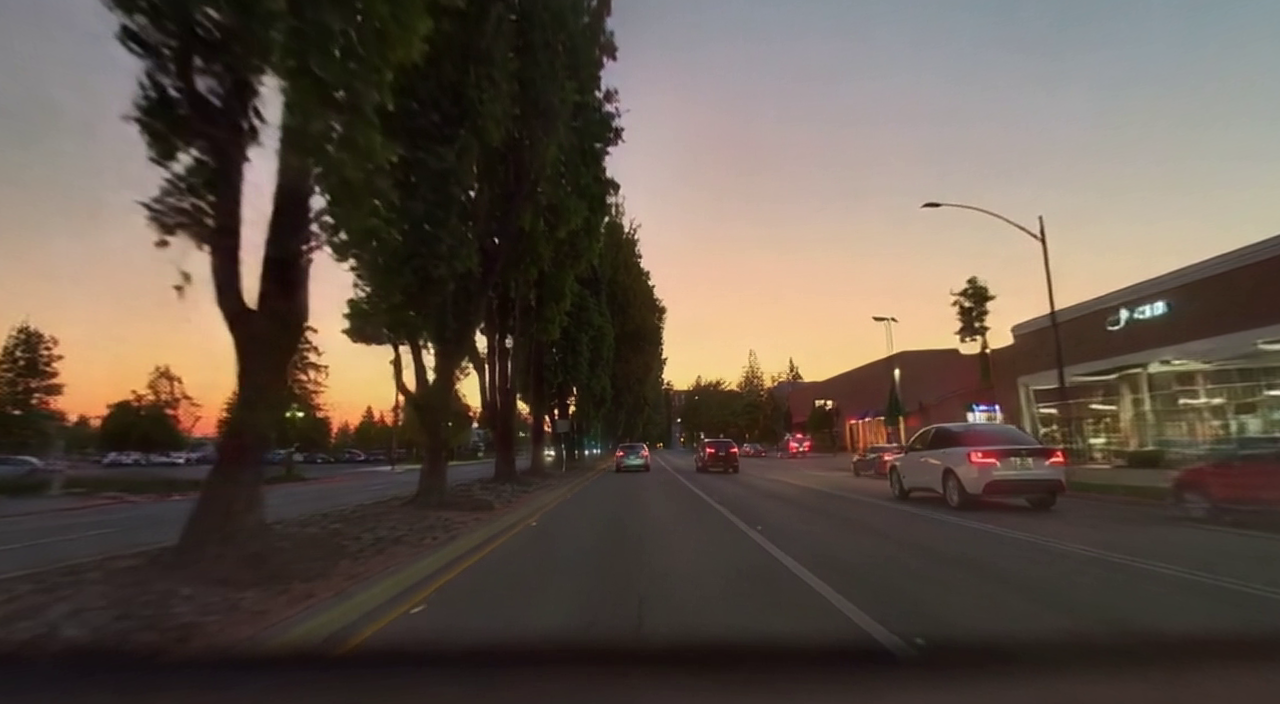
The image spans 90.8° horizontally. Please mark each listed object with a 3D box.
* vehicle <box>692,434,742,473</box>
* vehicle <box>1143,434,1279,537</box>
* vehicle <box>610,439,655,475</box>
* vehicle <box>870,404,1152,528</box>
[{"bbox_3d":[3.835,5.133,32.133,1.955,1.845,4.538,0,-8,0],"label":"vehicle"},{"bbox_3d":[10.314,1.948,9.248,2.021,1.481,4.746,0,-8,1],"label":"vehicle"},{"bbox_3d":[-0.323,4.999,30.238,2.037,1.568,3.693,0,-8,0],"label":"vehicle"},{"bbox_3d":[6.872,2.212,12.822,2.240,1.923,5.678,0,-8,0],"label":"vehicle"}]
